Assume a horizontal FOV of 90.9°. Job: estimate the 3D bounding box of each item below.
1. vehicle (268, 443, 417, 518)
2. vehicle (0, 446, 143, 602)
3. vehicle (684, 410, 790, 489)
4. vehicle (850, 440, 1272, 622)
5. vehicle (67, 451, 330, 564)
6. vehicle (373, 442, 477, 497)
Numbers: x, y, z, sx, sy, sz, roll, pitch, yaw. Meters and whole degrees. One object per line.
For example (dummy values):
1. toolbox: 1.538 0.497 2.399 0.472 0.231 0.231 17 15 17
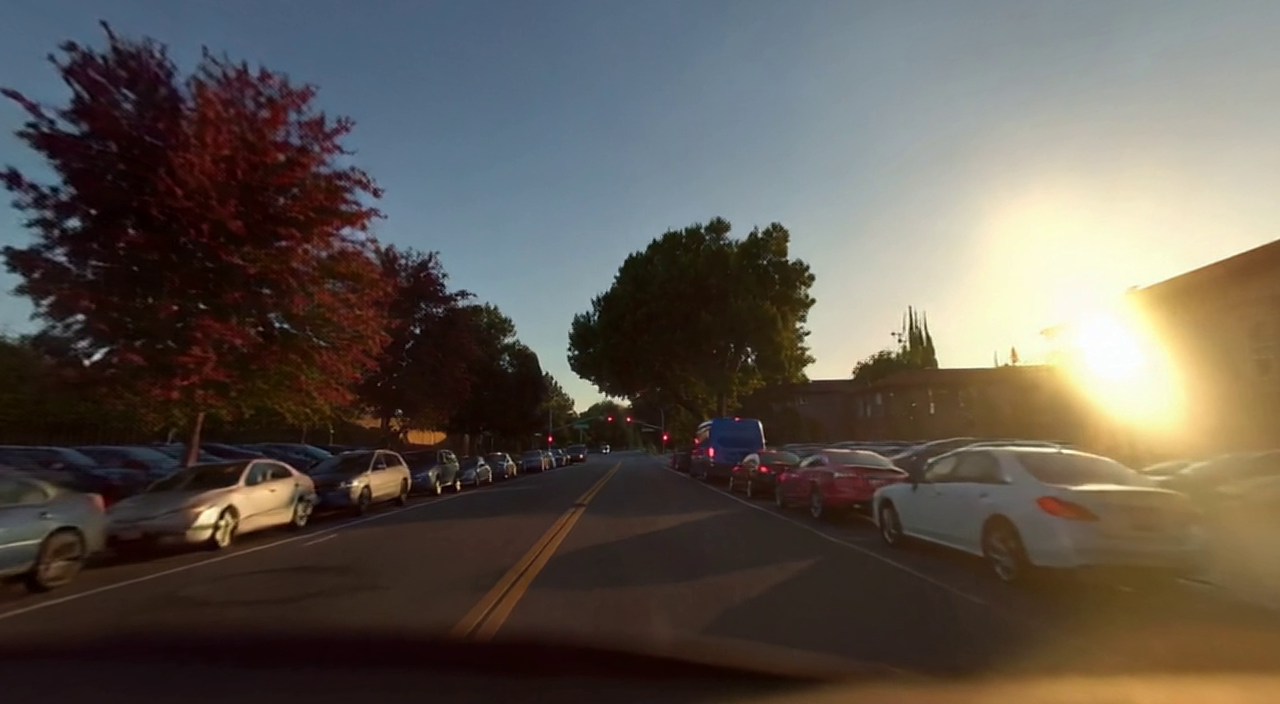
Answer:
1. vehicle: -7.438 3.196 16.300 1.874 1.607 4.174 -1 -8 -1
2. vehicle: -7.180 1.643 5.782 1.950 1.489 4.214 -1 -9 -3
3. vehicle: 3.799 4.108 26.671 3.089 2.882 6.770 0 -9 -3
4. vehicle: 4.206 1.796 7.437 1.804 1.453 4.462 0 -9 -1
5. vehicle: -7.221 2.508 10.936 1.775 1.433 4.011 -2 -8 -2
6. vehicle: -7.535 4.142 22.690 1.984 1.745 4.866 0 -9 0
